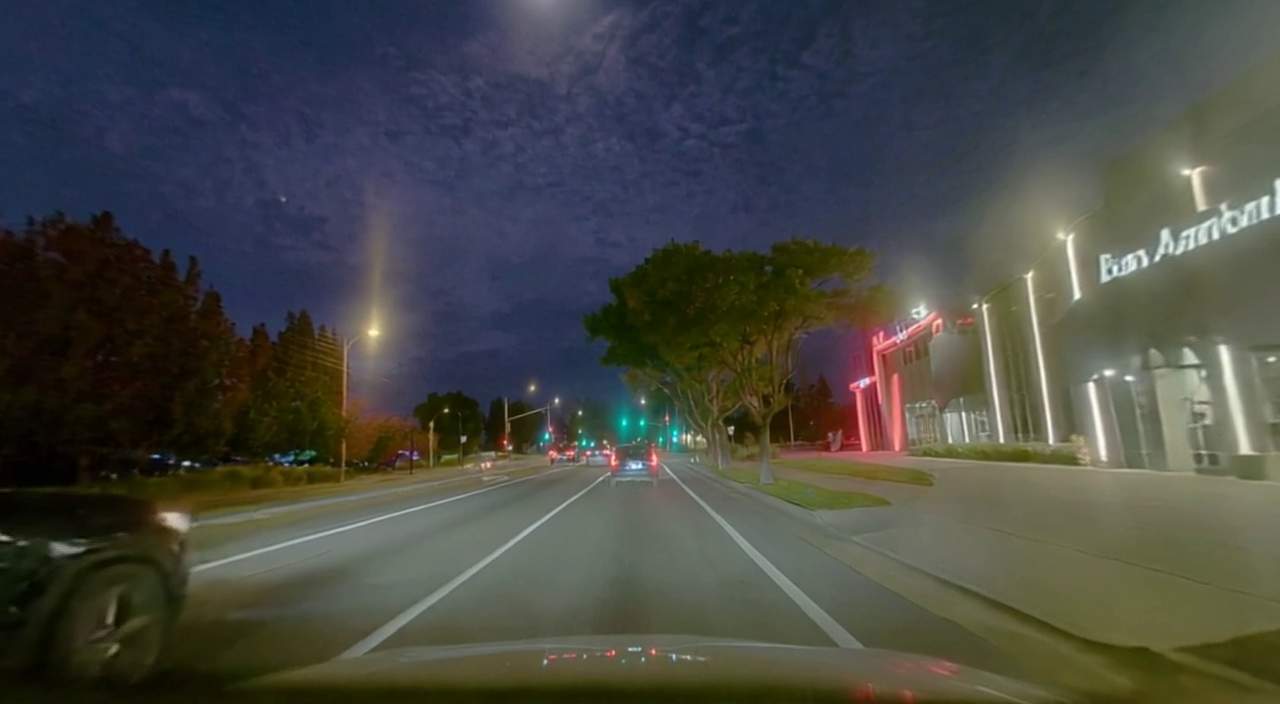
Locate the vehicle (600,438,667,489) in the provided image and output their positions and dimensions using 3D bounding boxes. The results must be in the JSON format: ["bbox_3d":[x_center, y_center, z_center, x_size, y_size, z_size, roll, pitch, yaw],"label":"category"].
[{"bbox_3d":[-0.187,3.849,22.099,2.108,1.612,4.246,0,-8,1],"label":"vehicle"}]

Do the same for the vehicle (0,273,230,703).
[{"bbox_3d":[-3.716,0.476,0.999,2.358,1.990,5.447,0,-8,1],"label":"vehicle"}]

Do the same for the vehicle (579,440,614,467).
[{"bbox_3d":[-3.135,7.440,46.408,2.064,1.859,5.154,0,-8,2],"label":"vehicle"}]

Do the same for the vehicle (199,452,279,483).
[{"bbox_3d":[-24.514,7.044,38.741,1.791,1.724,4.432,0,-9,2],"label":"vehicle"}]
